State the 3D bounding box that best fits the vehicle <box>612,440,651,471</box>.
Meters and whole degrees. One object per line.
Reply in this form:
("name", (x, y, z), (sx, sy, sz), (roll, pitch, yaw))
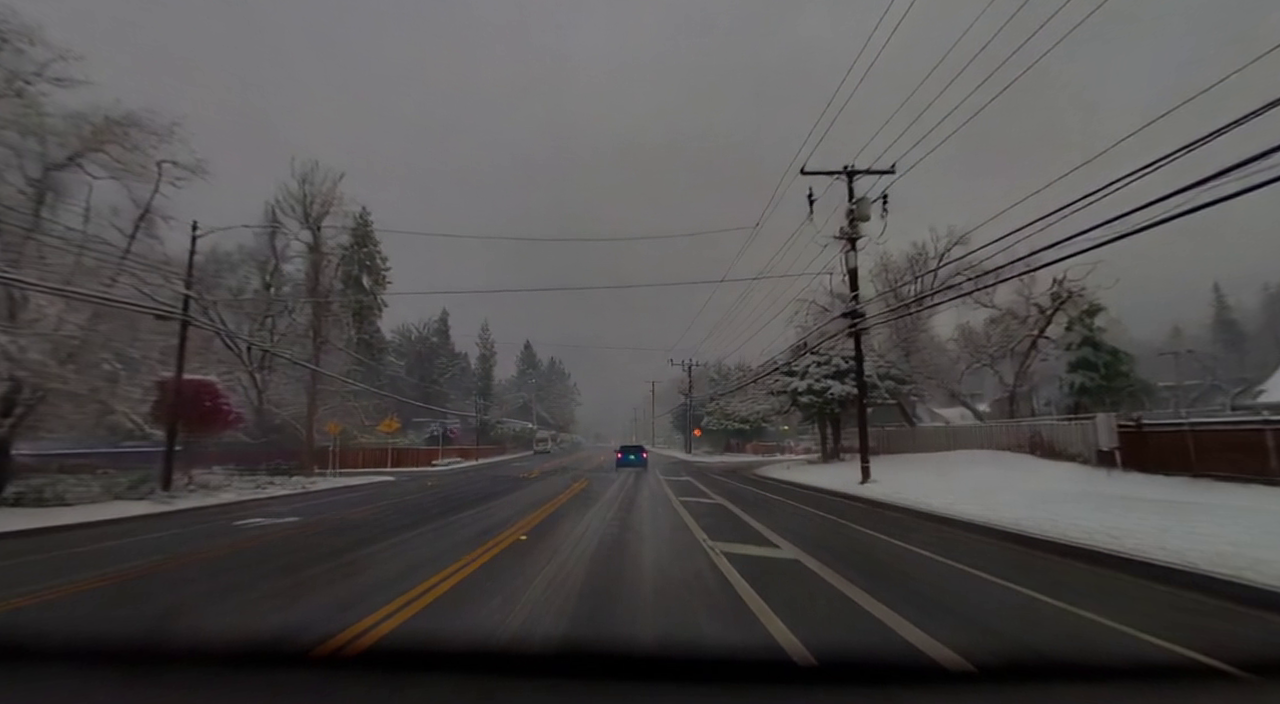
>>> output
("vehicle", (-0.498, 6.007, 36.927), (2.139, 1.699, 3.916), (0, -8, 0))
